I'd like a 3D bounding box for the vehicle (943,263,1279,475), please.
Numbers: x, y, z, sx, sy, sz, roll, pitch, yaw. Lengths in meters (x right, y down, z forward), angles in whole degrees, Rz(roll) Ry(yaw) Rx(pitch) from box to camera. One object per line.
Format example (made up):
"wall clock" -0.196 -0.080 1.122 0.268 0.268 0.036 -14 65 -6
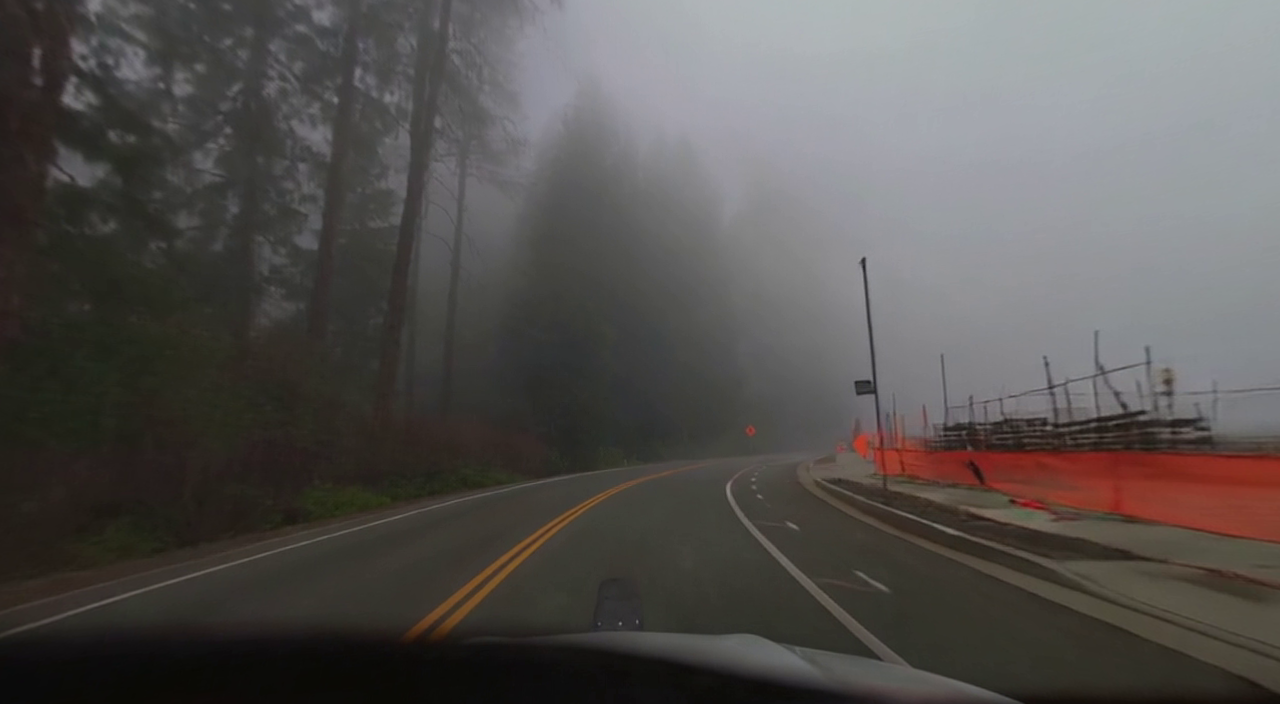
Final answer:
"vehicle" 11.265 0.987 16.073 2.984 3.691 10.409 -1 -8 7
